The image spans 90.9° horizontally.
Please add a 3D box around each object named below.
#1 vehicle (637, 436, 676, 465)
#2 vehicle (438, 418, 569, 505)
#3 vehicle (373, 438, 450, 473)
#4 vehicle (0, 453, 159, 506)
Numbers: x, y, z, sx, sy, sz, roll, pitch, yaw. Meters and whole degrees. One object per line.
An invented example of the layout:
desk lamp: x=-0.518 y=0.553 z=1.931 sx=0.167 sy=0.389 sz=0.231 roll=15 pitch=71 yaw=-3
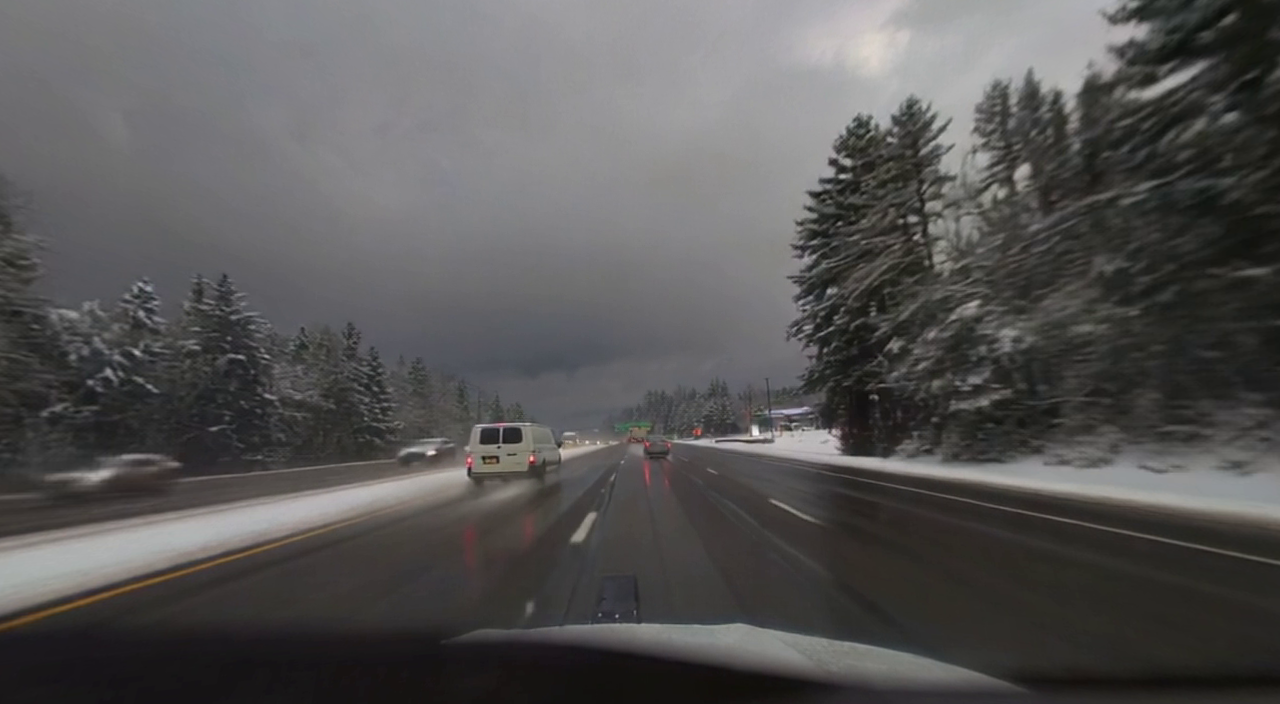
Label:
vehicle: x=0.908 y=5.821 z=37.551 sx=2.151 sy=1.550 sz=4.694 roll=0 pitch=-8 yaw=-1
vehicle: x=-3.010 y=2.504 z=14.974 sx=2.061 sy=1.732 sz=4.457 roll=0 pitch=-8 yaw=1
vehicle: x=-10.935 y=4.976 z=30.595 sx=1.991 sy=1.545 sz=4.735 roll=0 pitch=-8 yaw=0
vehicle: x=-19.090 y=4.283 z=21.569 sx=2.015 sy=1.482 sz=4.116 roll=0 pitch=-8 yaw=0
